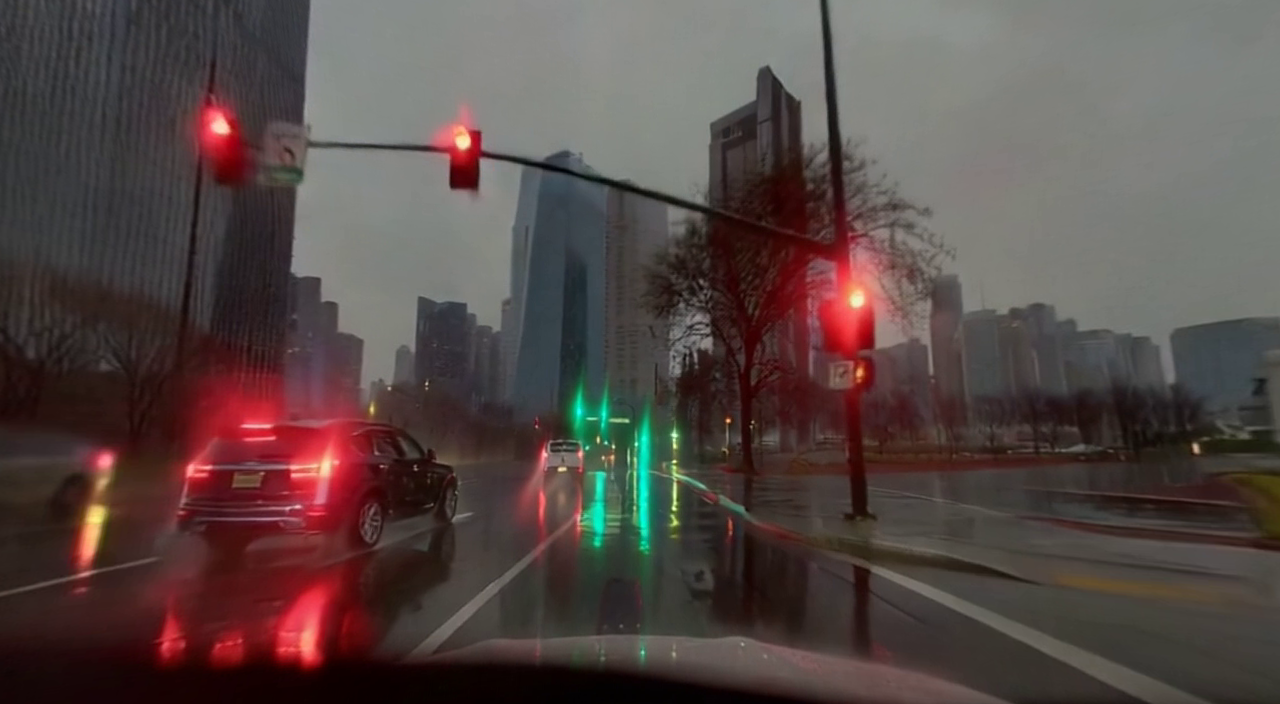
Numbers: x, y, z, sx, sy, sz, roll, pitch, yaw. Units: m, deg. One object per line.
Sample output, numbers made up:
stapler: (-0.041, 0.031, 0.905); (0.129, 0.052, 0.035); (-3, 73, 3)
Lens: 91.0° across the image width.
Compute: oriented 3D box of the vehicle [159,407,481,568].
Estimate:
vehicle: (-4.100, 1.837, 9.258); (2.169, 1.741, 4.588); (0, -9, 2)

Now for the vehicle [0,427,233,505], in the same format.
vehicle: (-12.115, 2.613, 14.775); (2.064, 1.531, 4.397); (0, -9, 1)

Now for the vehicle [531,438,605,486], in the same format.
vehicle: (-2.942, 4.694, 27.118); (2.384, 1.849, 5.009); (0, -9, 3)
